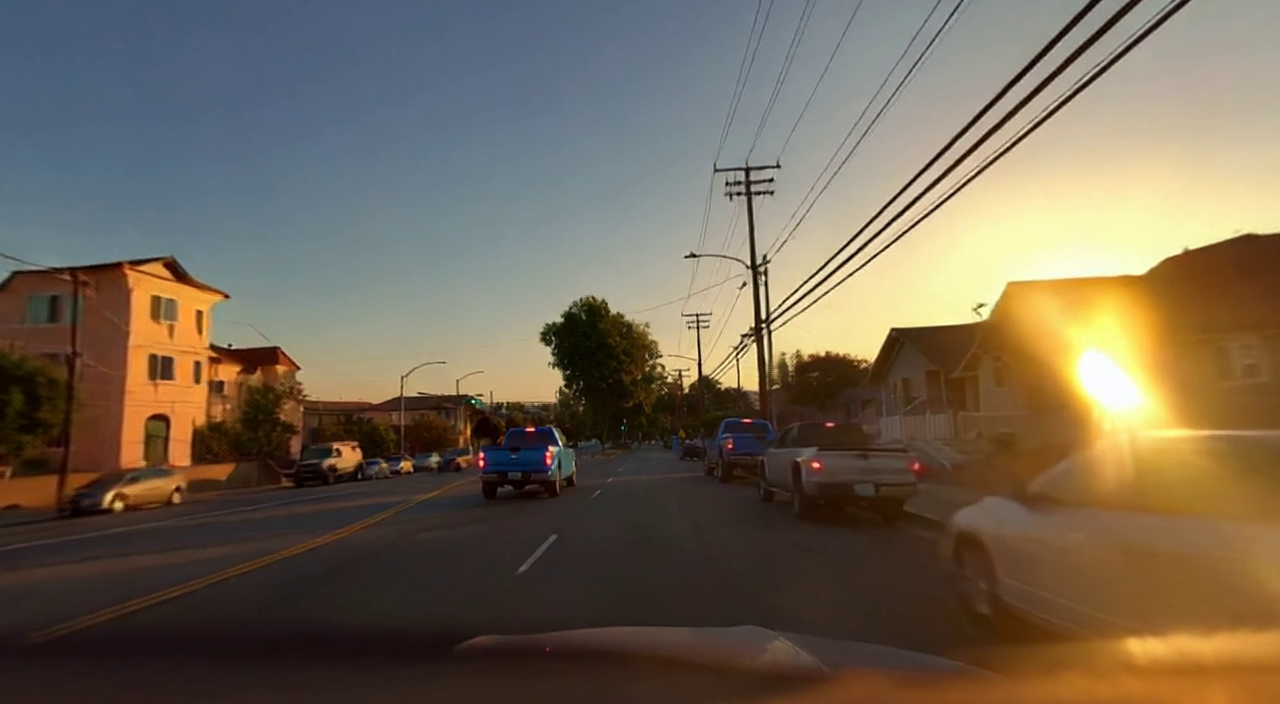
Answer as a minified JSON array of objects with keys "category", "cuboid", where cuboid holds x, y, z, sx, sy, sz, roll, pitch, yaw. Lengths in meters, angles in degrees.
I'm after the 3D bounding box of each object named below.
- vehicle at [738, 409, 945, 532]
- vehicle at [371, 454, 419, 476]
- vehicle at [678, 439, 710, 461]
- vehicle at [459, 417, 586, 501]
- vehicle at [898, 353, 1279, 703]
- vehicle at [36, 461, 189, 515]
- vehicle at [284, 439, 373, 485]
[{"category":"vehicle","cuboid":[3.260,2.048,11.425,2.052,1.750,4.679,0,-9,-2]},{"category":"vehicle","cuboid":[-18.477,8.552,47.757,1.820,1.511,4.294,-1,-9,1]},{"category":"vehicle","cuboid":[3.944,7.271,46.765,2.012,1.491,4.333,0,-9,0]},{"category":"vehicle","cuboid":[-2.902,2.829,16.986,2.242,1.890,5.306,-1,-9,2]},{"category":"vehicle","cuboid":[3.111,0.920,2.690,2.115,1.615,4.772,-1,-9,2]},{"category":"vehicle","cuboid":[-18.795,4.823,22.748,1.908,1.614,4.092,-1,-9,1]},{"category":"vehicle","cuboid":[-18.982,6.701,38.804,2.159,2.586,5.899,-1,-9,3]}]
